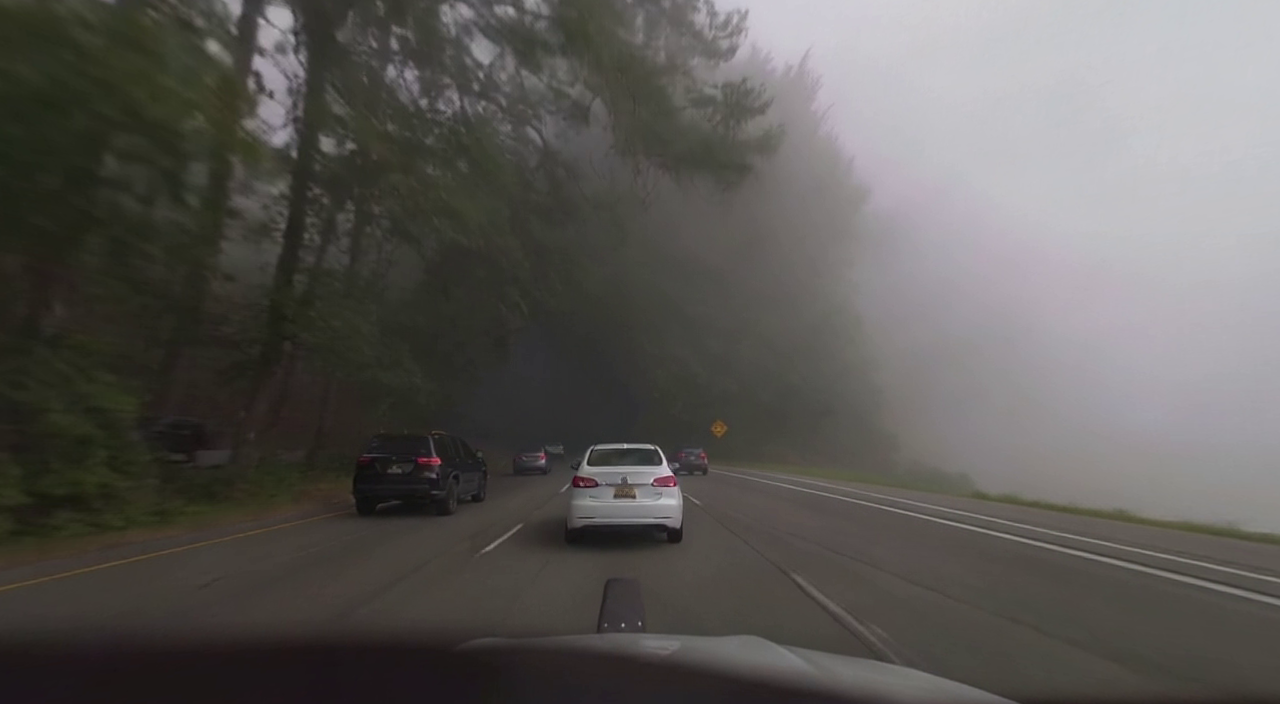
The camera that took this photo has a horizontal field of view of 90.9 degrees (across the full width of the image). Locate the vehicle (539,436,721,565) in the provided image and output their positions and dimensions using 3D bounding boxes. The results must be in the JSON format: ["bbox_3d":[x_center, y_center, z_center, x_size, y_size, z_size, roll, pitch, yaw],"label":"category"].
[{"bbox_3d":[-0.188,2.063,9.520,2.120,1.478,4.179,0,-9,-2],"label":"vehicle"}]

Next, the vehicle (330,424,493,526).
[{"bbox_3d":[-4.344,2.395,12.767,1.830,1.703,4.142,0,-9,-2],"label":"vehicle"}]

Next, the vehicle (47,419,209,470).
[{"bbox_3d":[-16.457,3.030,20.604,1.863,1.478,4.146,0,-9,-2],"label":"vehicle"}]
